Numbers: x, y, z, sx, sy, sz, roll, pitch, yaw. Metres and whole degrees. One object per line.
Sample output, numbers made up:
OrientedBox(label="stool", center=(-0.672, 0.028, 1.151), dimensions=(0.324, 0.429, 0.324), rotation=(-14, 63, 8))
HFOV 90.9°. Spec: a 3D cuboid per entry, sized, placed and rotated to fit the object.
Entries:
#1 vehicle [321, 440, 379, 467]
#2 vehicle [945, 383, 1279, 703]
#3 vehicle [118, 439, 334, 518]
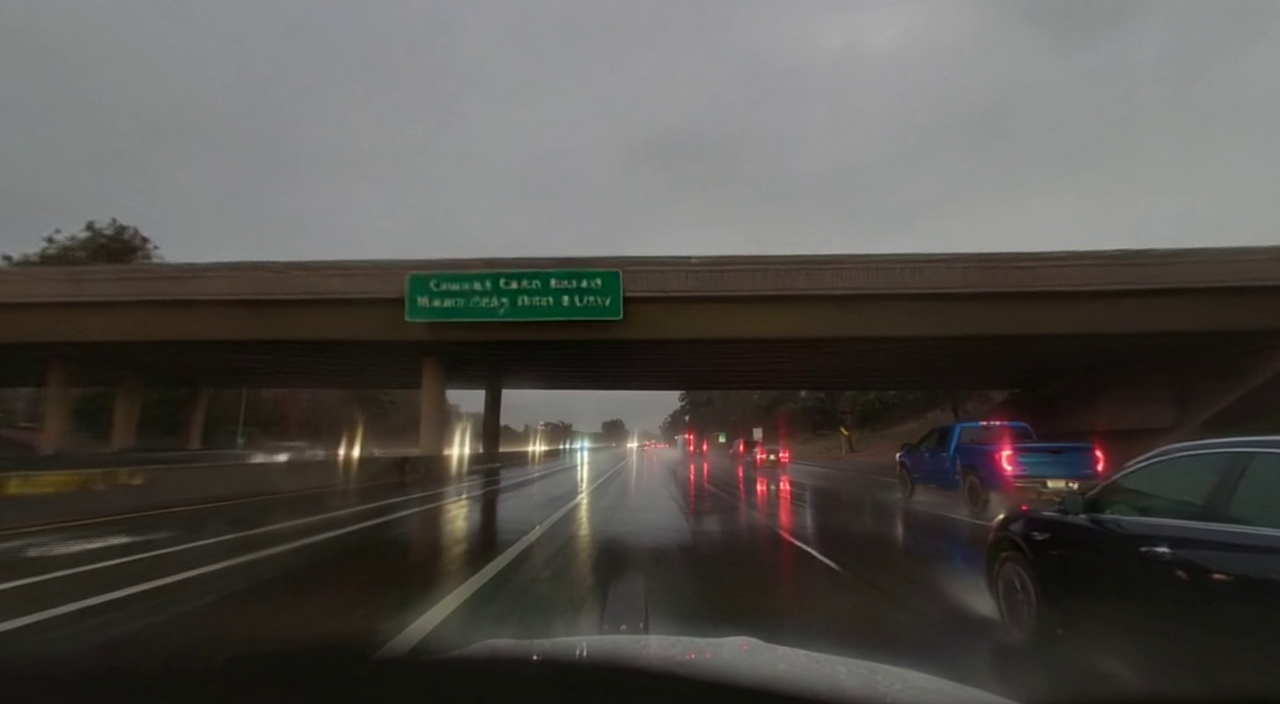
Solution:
OrientedBox(label="vehicle", center=(-21.165, 7.405, 46.262), dimensions=(2.054, 1.798, 4.634), rotation=(0, -8, 0))
OrientedBox(label="vehicle", center=(3.280, 0.865, 2.123), dimensions=(2.119, 1.524, 4.807), rotation=(0, -8, 0))
OrientedBox(label="vehicle", center=(-8.986, 2.731, 14.295), dimensions=(1.865, 1.481, 4.492), rotation=(0, -8, 0))
